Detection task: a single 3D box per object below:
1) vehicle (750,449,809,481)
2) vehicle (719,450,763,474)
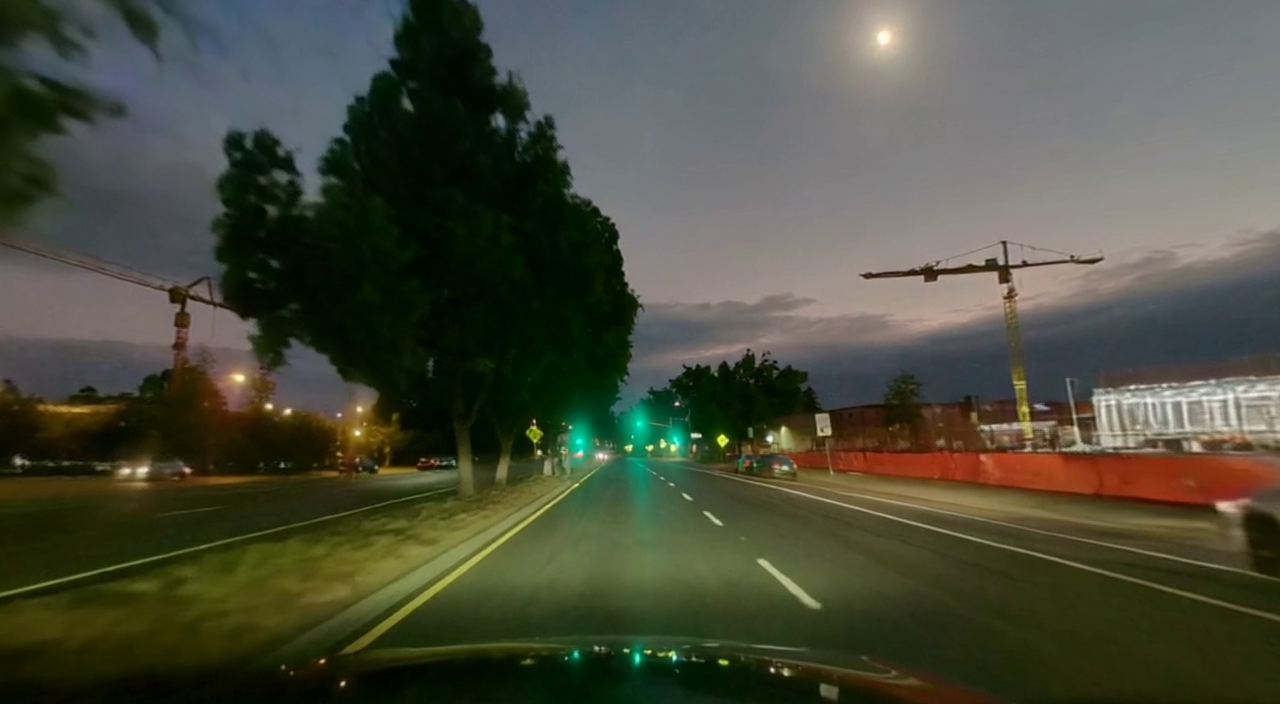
[{"bbox_3d":[7.715,6.265,35.356,1.974,1.472,4.654,4,-9,-3],"label":"vehicle"},{"bbox_3d":[7.412,8.111,46.862,1.977,1.540,4.307,5,-9,-8],"label":"vehicle"}]
